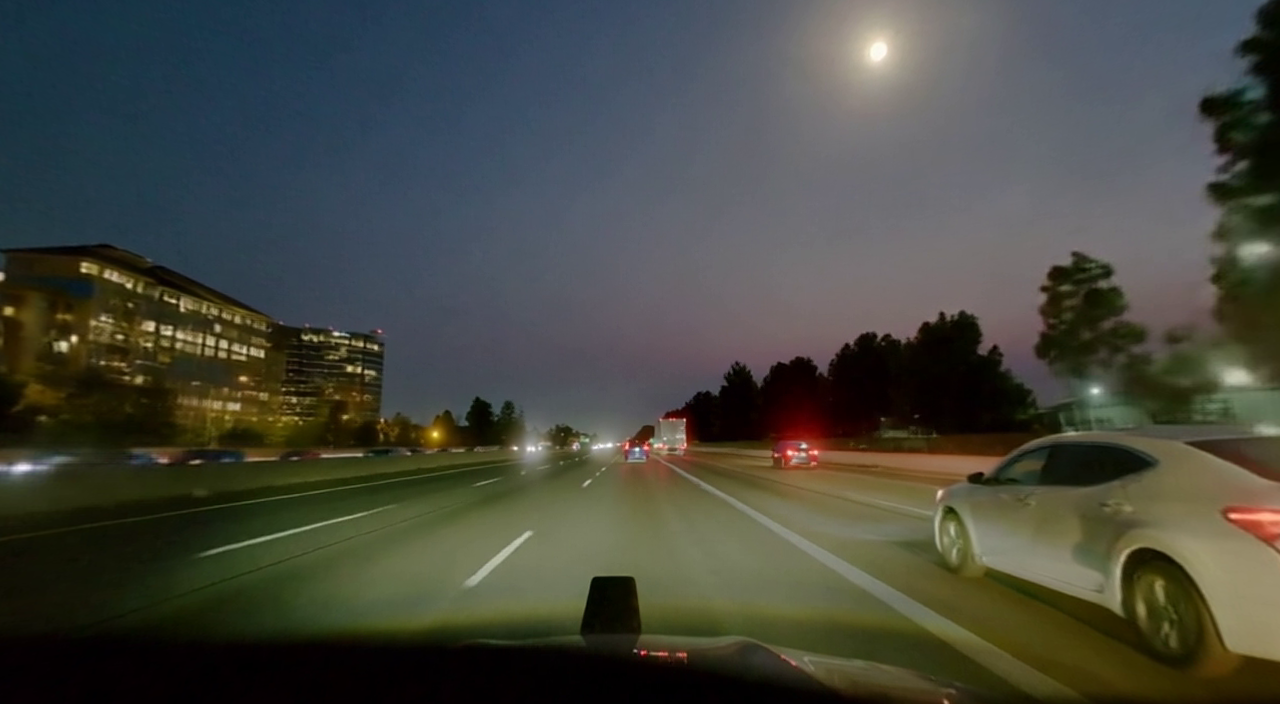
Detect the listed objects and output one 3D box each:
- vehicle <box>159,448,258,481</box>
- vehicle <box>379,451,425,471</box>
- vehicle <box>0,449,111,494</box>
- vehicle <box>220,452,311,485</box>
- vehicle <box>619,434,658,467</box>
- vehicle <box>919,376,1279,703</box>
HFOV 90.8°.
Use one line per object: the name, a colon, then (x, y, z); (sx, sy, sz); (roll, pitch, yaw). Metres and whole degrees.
vehicle: (-21.690, 5.659, 32.000); (1.855, 1.501, 4.508); (0, -8, -1)
vehicle: (-18.252, 8.349, 48.600); (1.845, 1.436, 4.446); (0, -8, -1)
vehicle: (-24.797, 4.822, 25.931); (1.970, 1.642, 4.831); (0, -8, 0)
vehicle: (-18.000, 5.572, 30.623); (1.807, 1.421, 4.310); (0, -8, 0)
vehicle: (-0.121, 6.134, 39.295); (2.297, 1.912, 4.355); (0, -8, -1)
vehicle: (3.793, 1.103, 4.084); (1.950, 1.596, 4.326); (0, -8, 0)
